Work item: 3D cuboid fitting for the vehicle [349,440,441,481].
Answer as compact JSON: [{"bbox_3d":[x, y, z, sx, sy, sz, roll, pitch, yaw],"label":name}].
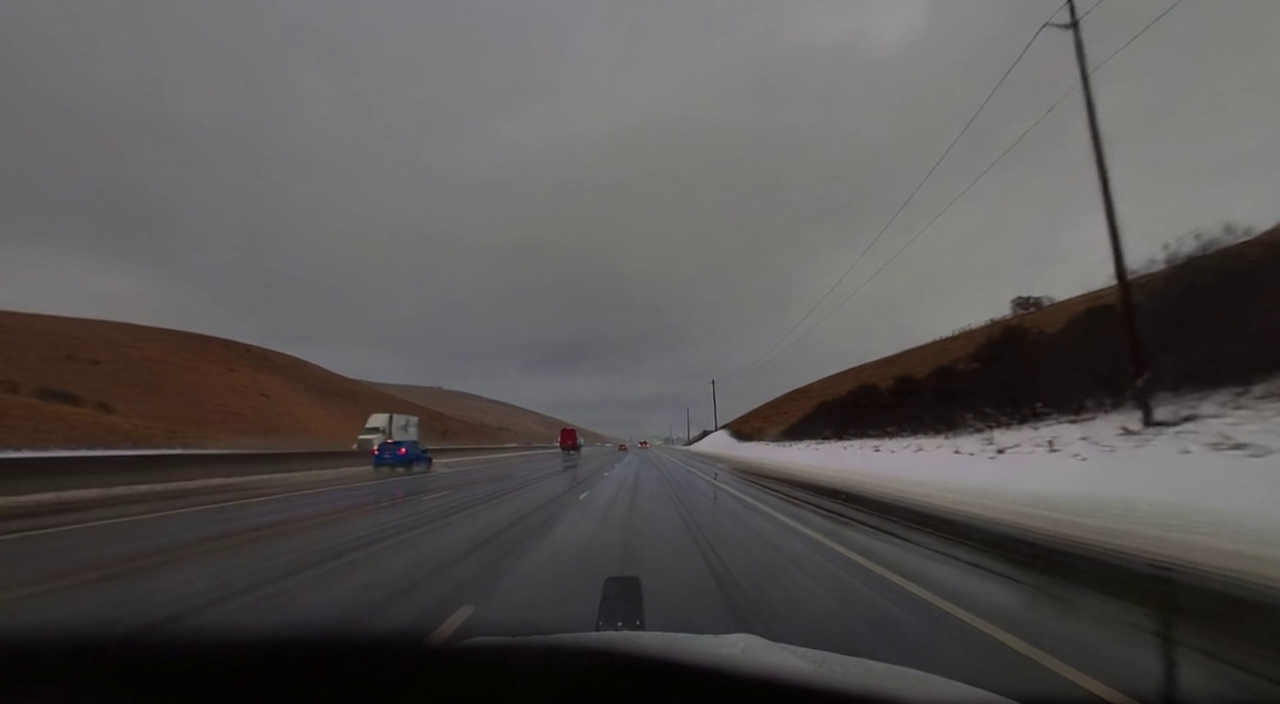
[{"bbox_3d":[-10.349,4.607,27.057,1.971,1.558,4.847,0,-8,0],"label":"vehicle"}]
